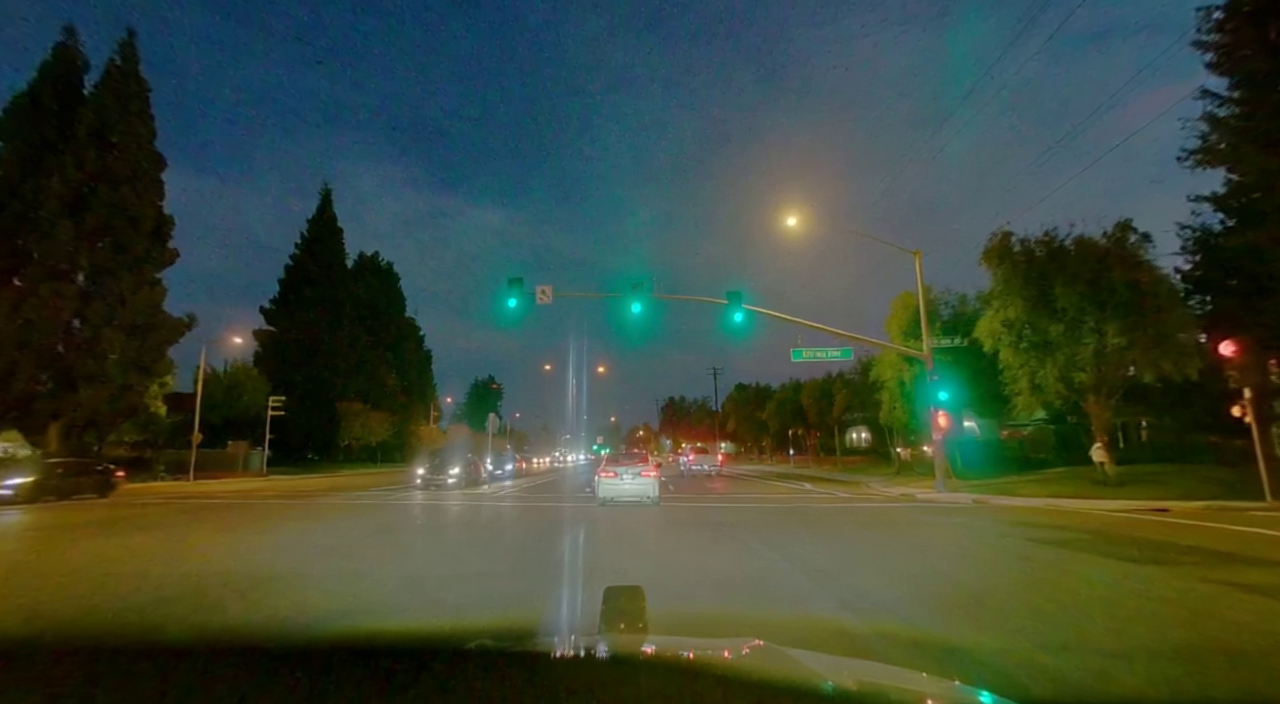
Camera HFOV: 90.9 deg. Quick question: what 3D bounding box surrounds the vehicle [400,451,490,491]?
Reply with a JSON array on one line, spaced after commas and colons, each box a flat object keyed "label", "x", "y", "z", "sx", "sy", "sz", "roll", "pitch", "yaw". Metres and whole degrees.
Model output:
[{"label": "vehicle", "x": -8.153, "y": 5.026, "z": 26.891, "sx": 2.121, "sy": 1.513, "sz": 4.832, "roll": 0, "pitch": -9, "yaw": 2}]

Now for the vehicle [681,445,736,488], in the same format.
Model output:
[{"label": "vehicle", "x": 3.135, "y": 5.335, "z": 29.861, "sx": 2.073, "sy": 1.822, "sz": 4.276, "roll": 0, "pitch": -8, "yaw": -1}]

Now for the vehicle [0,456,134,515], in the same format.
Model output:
[{"label": "vehicle", "x": -18.238, "y": 3.952, "z": 19.074, "sx": 1.902, "sy": 1.475, "sz": 4.731, "roll": 0, "pitch": -8, "yaw": 0}]

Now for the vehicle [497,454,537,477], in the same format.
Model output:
[{"label": "vehicle", "x": -8.751, "y": 8.089, "z": 45.254, "sx": 2.035, "sy": 1.463, "sz": 4.527, "roll": 0, "pitch": -8, "yaw": 0}]

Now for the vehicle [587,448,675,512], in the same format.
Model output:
[{"label": "vehicle", "x": -0.203, "y": 3.433, "z": 17.428, "sx": 2.140, "sy": 1.474, "sz": 4.026, "roll": 0, "pitch": -8, "yaw": 1}]
